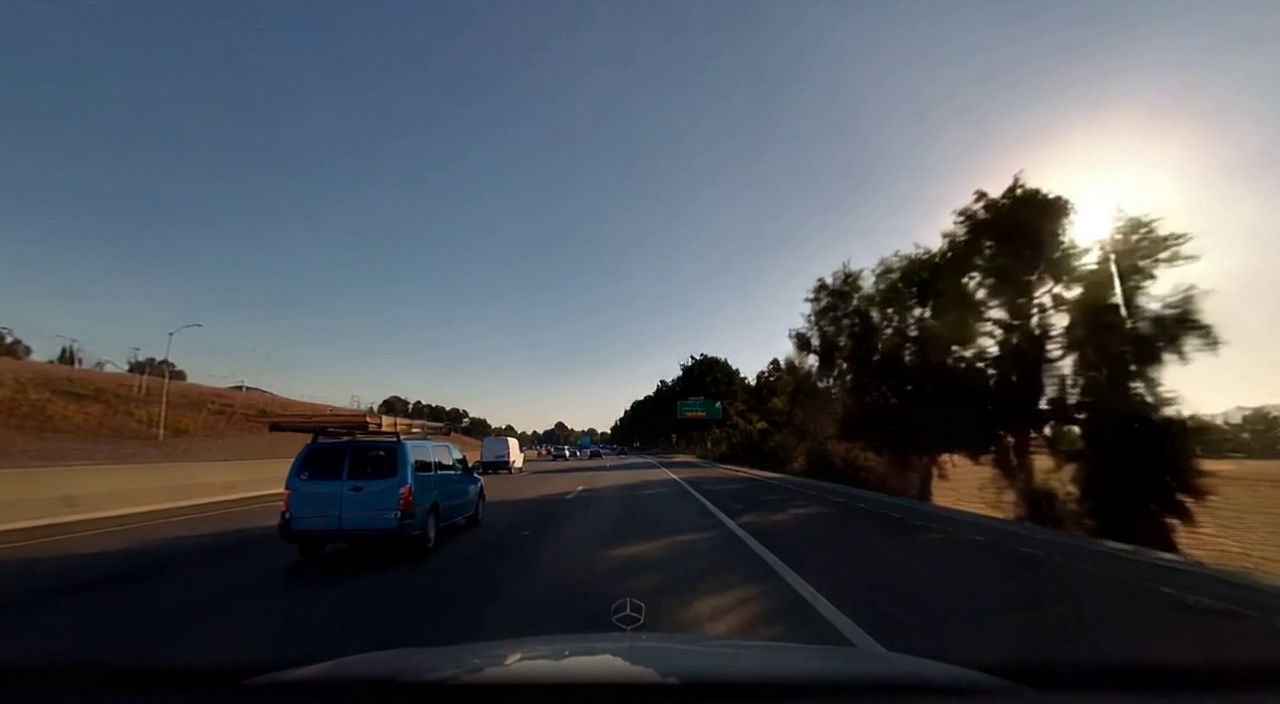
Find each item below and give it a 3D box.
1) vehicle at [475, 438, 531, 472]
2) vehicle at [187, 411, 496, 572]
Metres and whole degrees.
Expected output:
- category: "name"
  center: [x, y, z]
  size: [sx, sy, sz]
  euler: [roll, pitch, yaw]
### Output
- category: "vehicle"
  center: [-7.562, 5.746, 35.250]
  size: [2.093, 1.752, 4.771]
  euler: [0, -9, 0]
- category: "vehicle"
  center: [-3.701, 1.834, 9.118]
  size: [2.040, 1.679, 4.865]
  euler: [0, -9, 0]
